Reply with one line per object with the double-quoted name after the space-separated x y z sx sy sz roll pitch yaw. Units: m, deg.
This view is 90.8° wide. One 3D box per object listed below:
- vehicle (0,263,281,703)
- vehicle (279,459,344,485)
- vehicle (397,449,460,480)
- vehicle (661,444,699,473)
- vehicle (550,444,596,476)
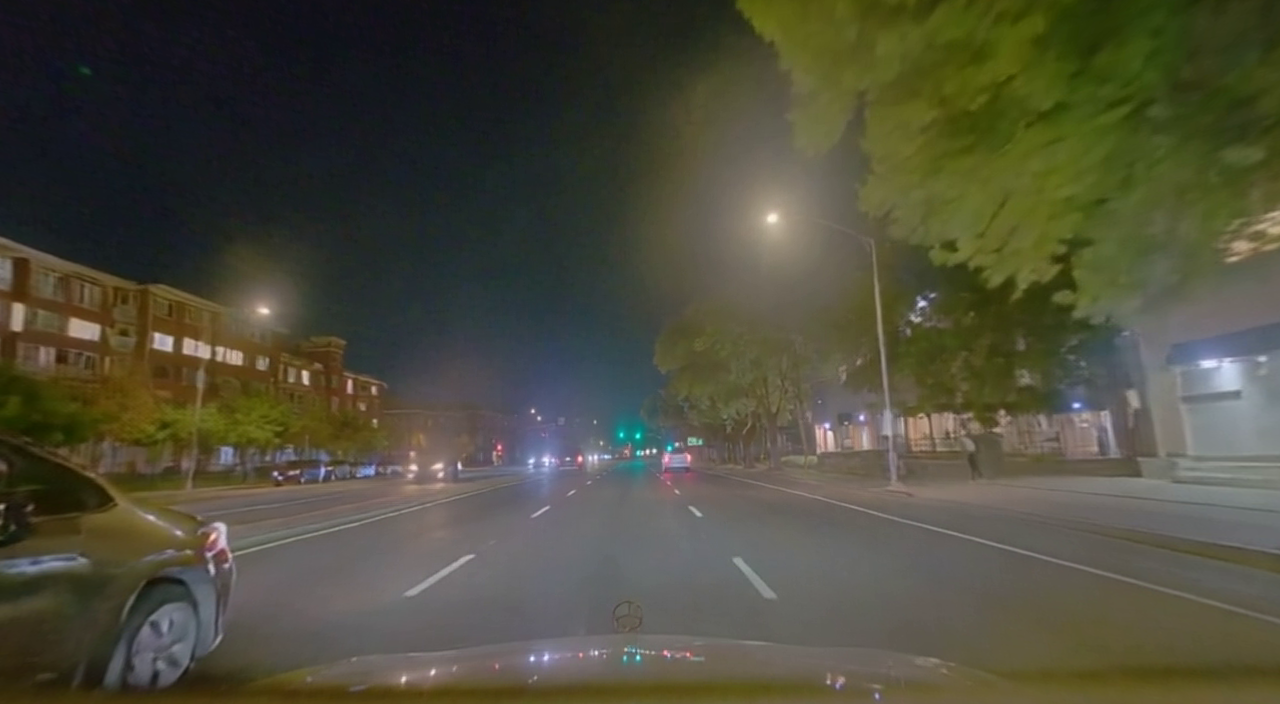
-3.481 0.541 1.433 2.225 1.984 5.168 0 -9 1 "vehicle"
-22.839 8.355 44.155 2.176 1.516 4.532 -3 -8 -1 "vehicle"
-12.096 6.438 36.446 1.966 1.643 4.688 0 -9 0 "vehicle"
2.538 6.850 40.874 2.018 1.719 4.369 0 -9 -2 "vehicle"
-3.705 6.052 35.618 2.083 1.685 4.069 0 -9 1 "vehicle"
